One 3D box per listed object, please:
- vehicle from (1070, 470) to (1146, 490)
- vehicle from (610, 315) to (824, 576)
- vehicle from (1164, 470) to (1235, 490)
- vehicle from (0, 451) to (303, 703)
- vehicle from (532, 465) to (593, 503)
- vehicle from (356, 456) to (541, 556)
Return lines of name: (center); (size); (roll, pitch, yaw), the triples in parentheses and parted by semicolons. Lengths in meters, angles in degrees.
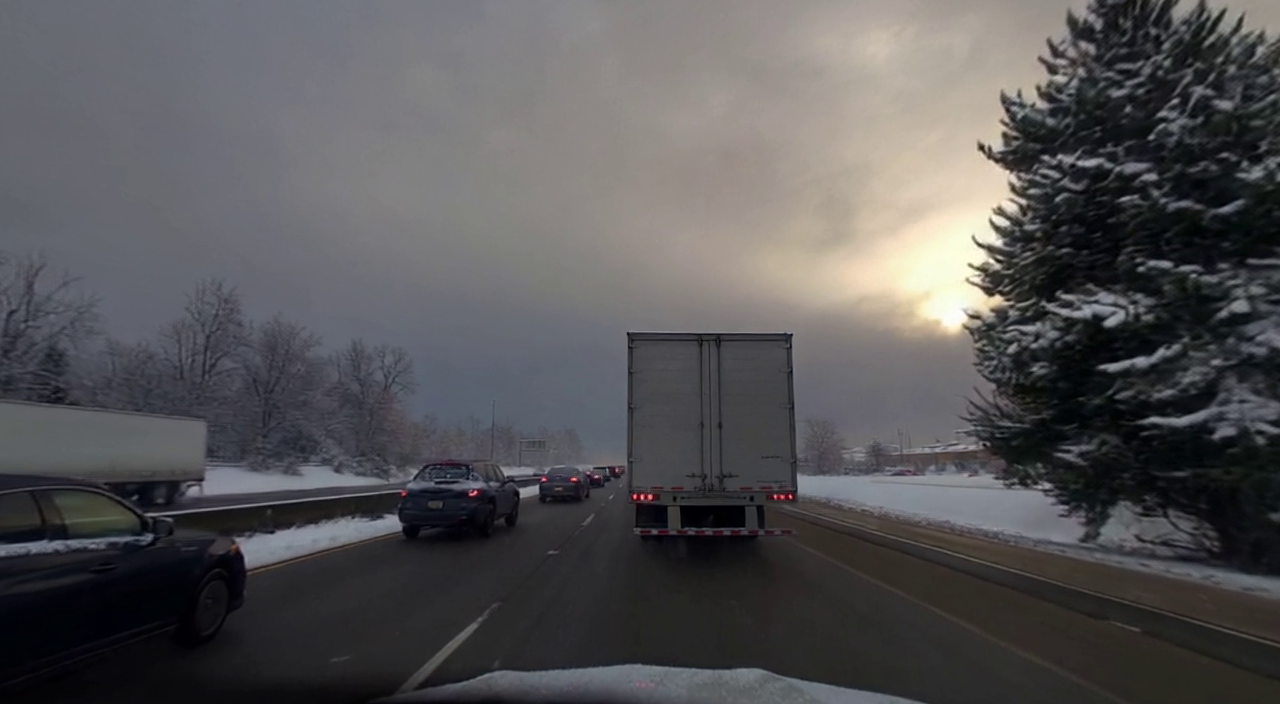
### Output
vehicle: (36.468, 10.009, 49.218); (4.299, 1.465, 1.807); (-1, -11, 8)
vehicle: (1.171, 2.011, 12.934); (2.831, 3.529, 8.689); (0, -11, 2)
vehicle: (43.691, 9.973, 49.231); (3.974, 1.485, 1.709); (1, -11, -4)
vehicle: (-4.237, 1.273, 3.586); (2.043, 1.391, 4.515); (0, -11, 1)
vehicle: (-3.319, 5.789, 27.861); (1.964, 1.482, 4.371); (0, -11, 2)
vehicle: (-3.366, 2.845, 12.221); (1.983, 1.509, 4.679); (0, -11, 2)
